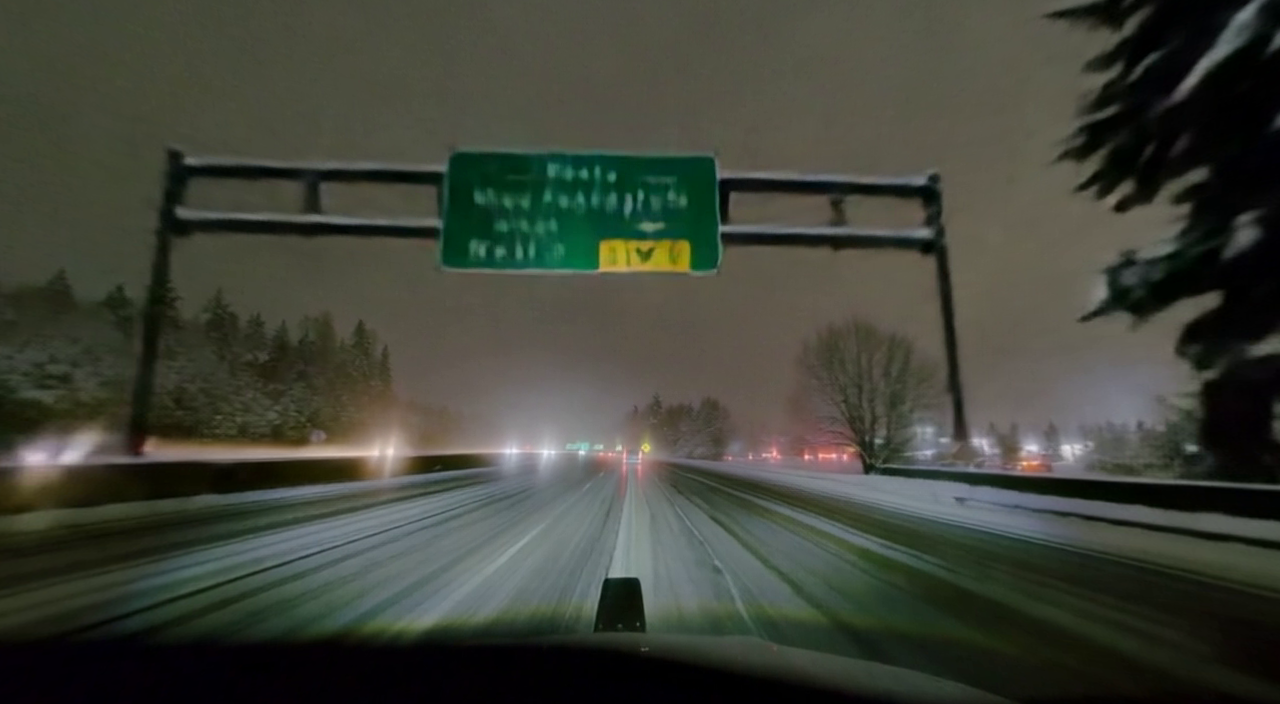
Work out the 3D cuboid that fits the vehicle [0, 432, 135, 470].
[{"bbox_3d":[-25.413,4.429,28.198,1.955,1.537,4.457,0,-9,-1],"label":"vehicle"}]
